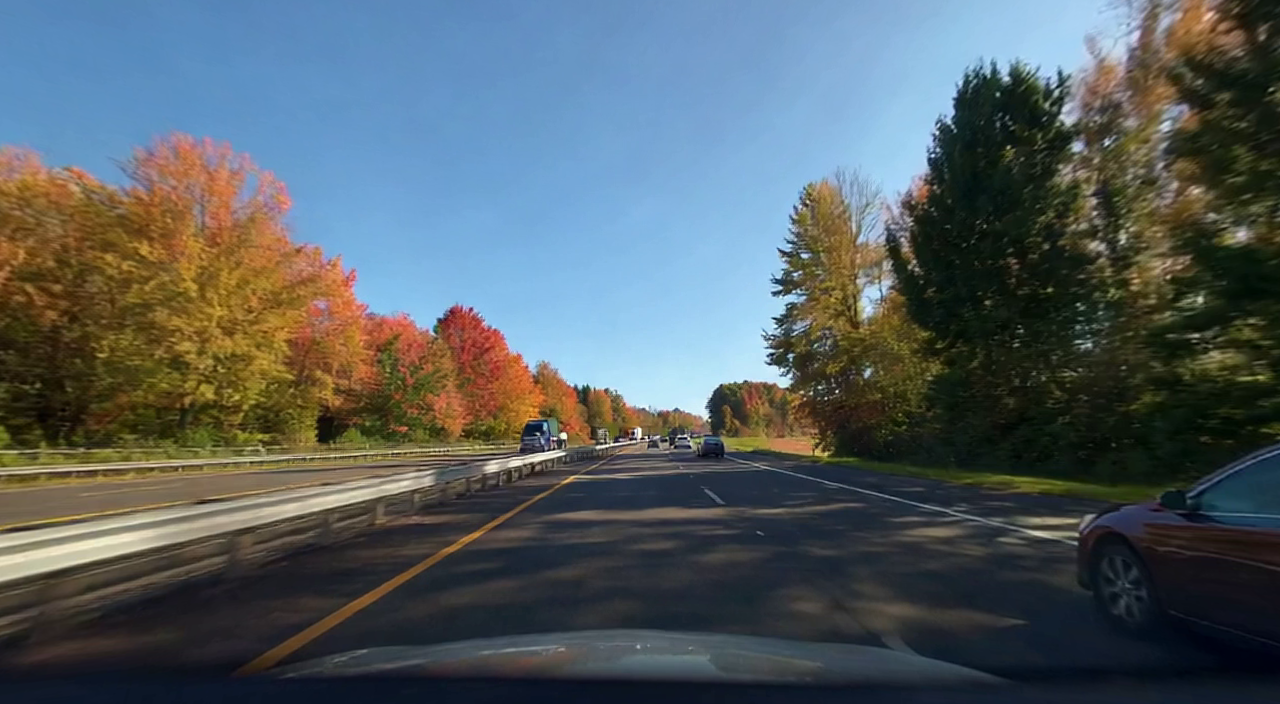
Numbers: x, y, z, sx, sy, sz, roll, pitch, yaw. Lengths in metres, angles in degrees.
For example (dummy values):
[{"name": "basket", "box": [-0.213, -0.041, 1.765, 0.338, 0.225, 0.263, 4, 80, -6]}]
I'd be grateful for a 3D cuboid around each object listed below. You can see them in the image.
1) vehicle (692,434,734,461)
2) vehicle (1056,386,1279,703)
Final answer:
[{"name": "vehicle", "box": [4.332, 5.759, 37.886, 2.024, 1.516, 4.197, 0, -8, 0]}, {"name": "vehicle", "box": [3.948, 0.851, 2.328, 2.023, 1.545, 4.029, 0, -8, 0]}]
